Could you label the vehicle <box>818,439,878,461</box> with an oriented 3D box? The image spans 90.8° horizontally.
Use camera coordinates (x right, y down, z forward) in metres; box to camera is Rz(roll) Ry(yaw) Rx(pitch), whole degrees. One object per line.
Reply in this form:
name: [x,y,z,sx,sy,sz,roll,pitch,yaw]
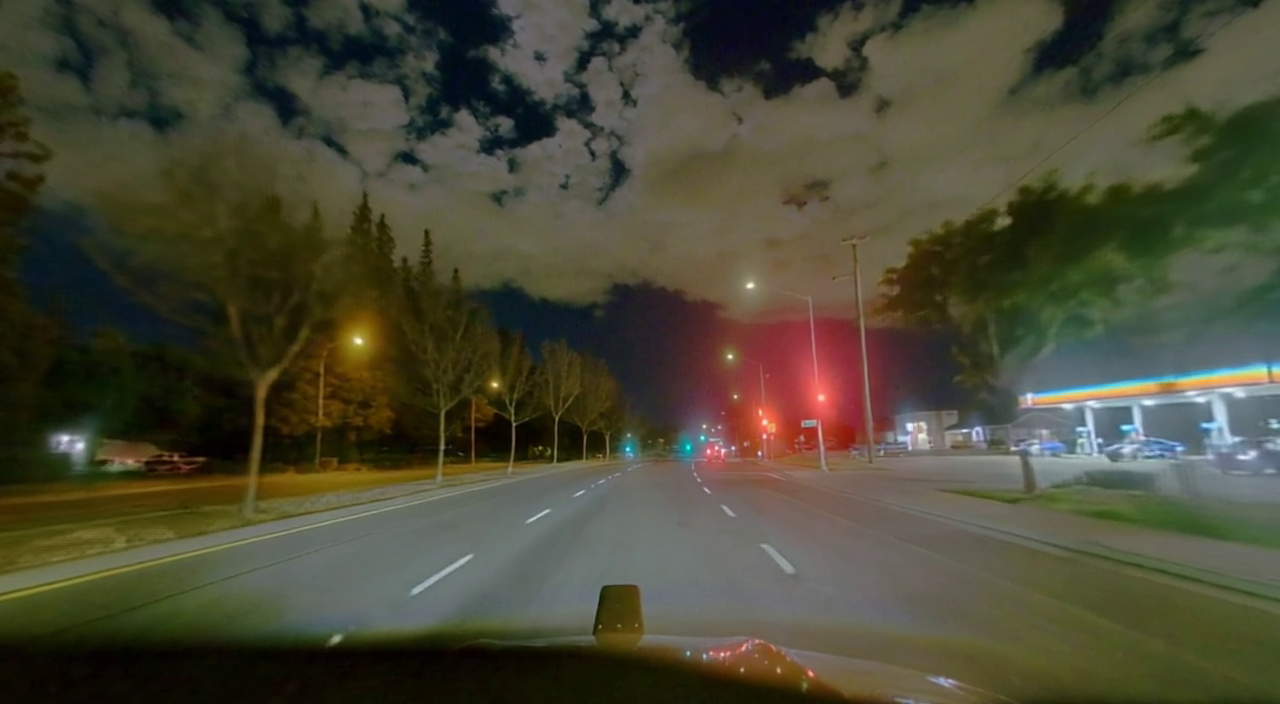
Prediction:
vehicle: [16.175,7.677,49.093,4.744,1.475,2.008,9,-16,-38]
